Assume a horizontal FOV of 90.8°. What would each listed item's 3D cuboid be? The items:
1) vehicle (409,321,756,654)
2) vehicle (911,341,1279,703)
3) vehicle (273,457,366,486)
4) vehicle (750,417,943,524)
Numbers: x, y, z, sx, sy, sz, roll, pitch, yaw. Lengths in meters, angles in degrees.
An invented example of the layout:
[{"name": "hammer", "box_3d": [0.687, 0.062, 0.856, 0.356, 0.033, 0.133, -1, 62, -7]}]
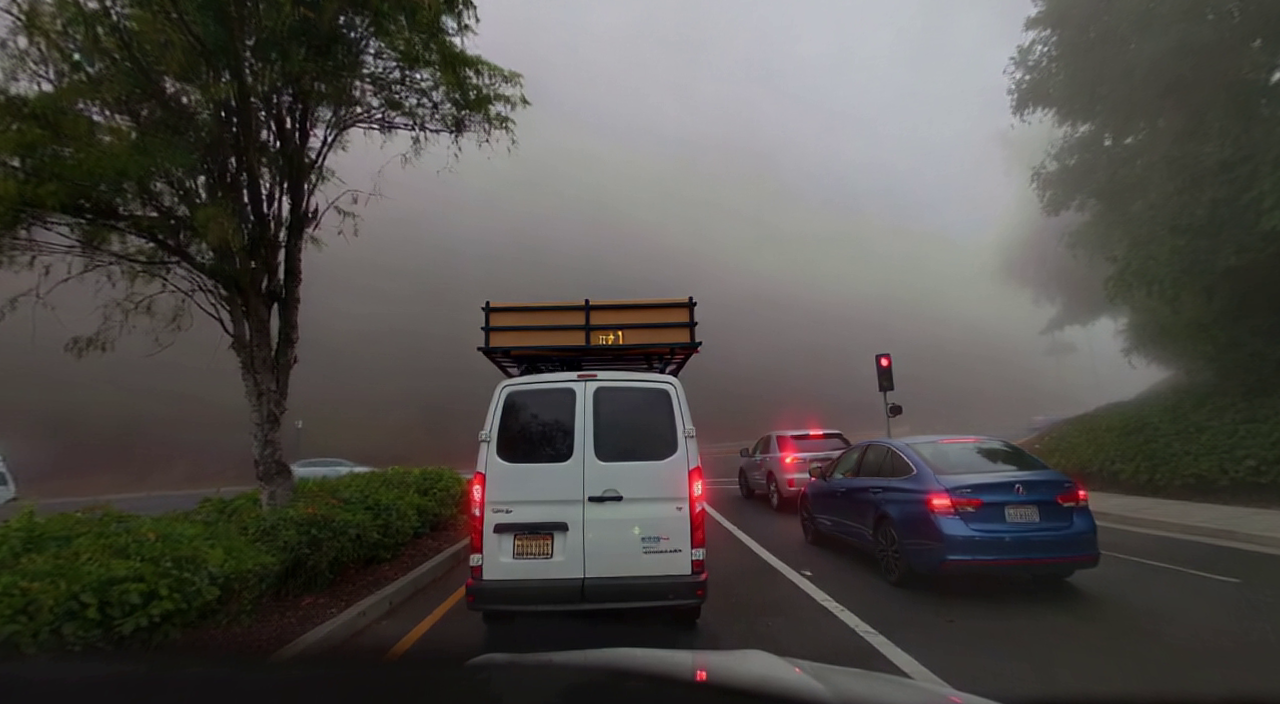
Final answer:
[{"name": "vehicle", "box_3d": [-0.361, 1.150, 6.189, 2.145, 2.089, 4.309, 0, -9, 0]}, {"name": "vehicle", "box_3d": [3.453, 0.939, 3.398, 1.965, 1.671, 4.146, 0, -9, -3]}, {"name": "vehicle", "box_3d": [-16.557, 6.165, 32.715, 4.135, 1.321, 1.687, 4, -10, -27]}, {"name": "vehicle", "box_3d": [3.688, 2.212, 12.271, 2.024, 1.692, 4.252, 1, -9, -4]}]
